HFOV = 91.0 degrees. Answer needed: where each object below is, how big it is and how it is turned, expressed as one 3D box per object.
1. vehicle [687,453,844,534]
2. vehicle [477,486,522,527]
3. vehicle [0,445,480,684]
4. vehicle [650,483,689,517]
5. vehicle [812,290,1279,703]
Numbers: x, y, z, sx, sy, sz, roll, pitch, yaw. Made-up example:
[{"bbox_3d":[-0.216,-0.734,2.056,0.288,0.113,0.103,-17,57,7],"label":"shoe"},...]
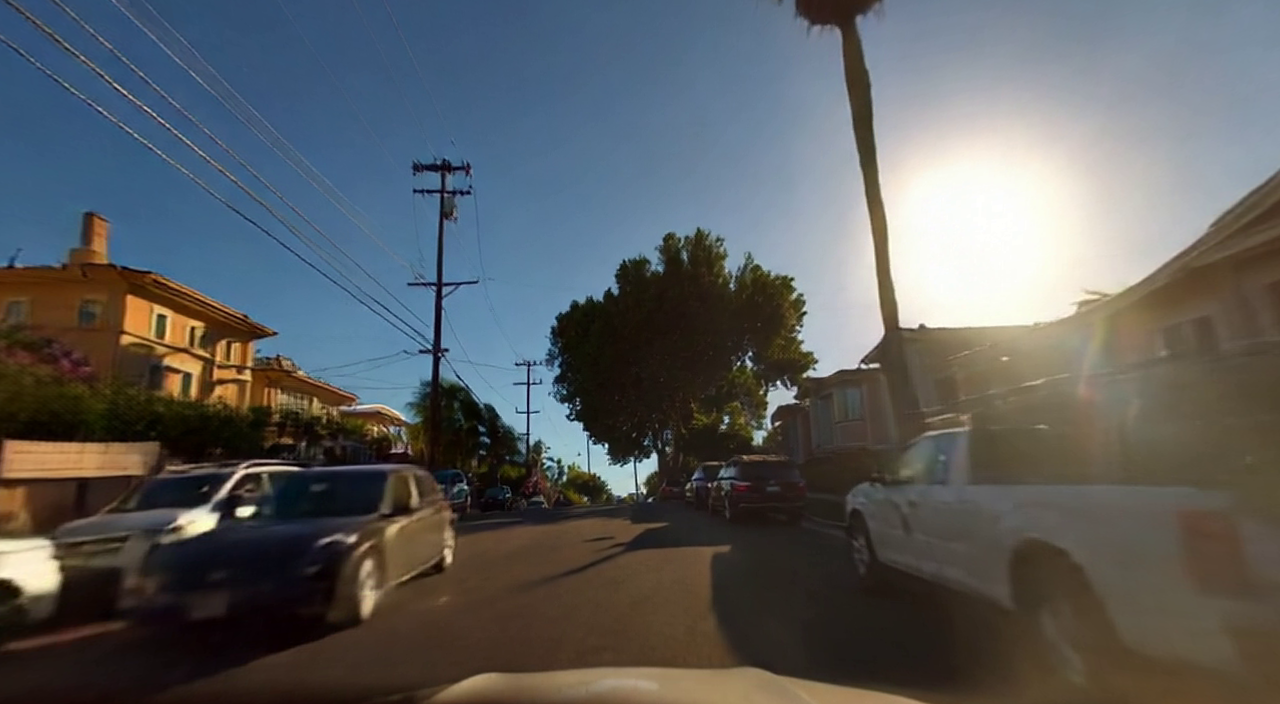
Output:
[{"bbox_3d":[2.629,3.123,14.588,2.212,1.476,4.678,1,-8,-6],"label":"vehicle"},{"bbox_3d":[-8.158,8.982,36.974,1.933,1.824,5.142,1,-8,-6],"label":"vehicle"},{"bbox_3d":[-3.225,1.687,6.332,2.060,1.483,4.574,0,-8,0],"label":"vehicle"},{"bbox_3d":[1.543,7.951,34.004,1.756,1.455,3.965,1,-8,-2],"label":"vehicle"},{"bbox_3d":[3.336,1.084,4.217,2.358,2.008,5.957,0,-8,-3],"label":"vehicle"}]
